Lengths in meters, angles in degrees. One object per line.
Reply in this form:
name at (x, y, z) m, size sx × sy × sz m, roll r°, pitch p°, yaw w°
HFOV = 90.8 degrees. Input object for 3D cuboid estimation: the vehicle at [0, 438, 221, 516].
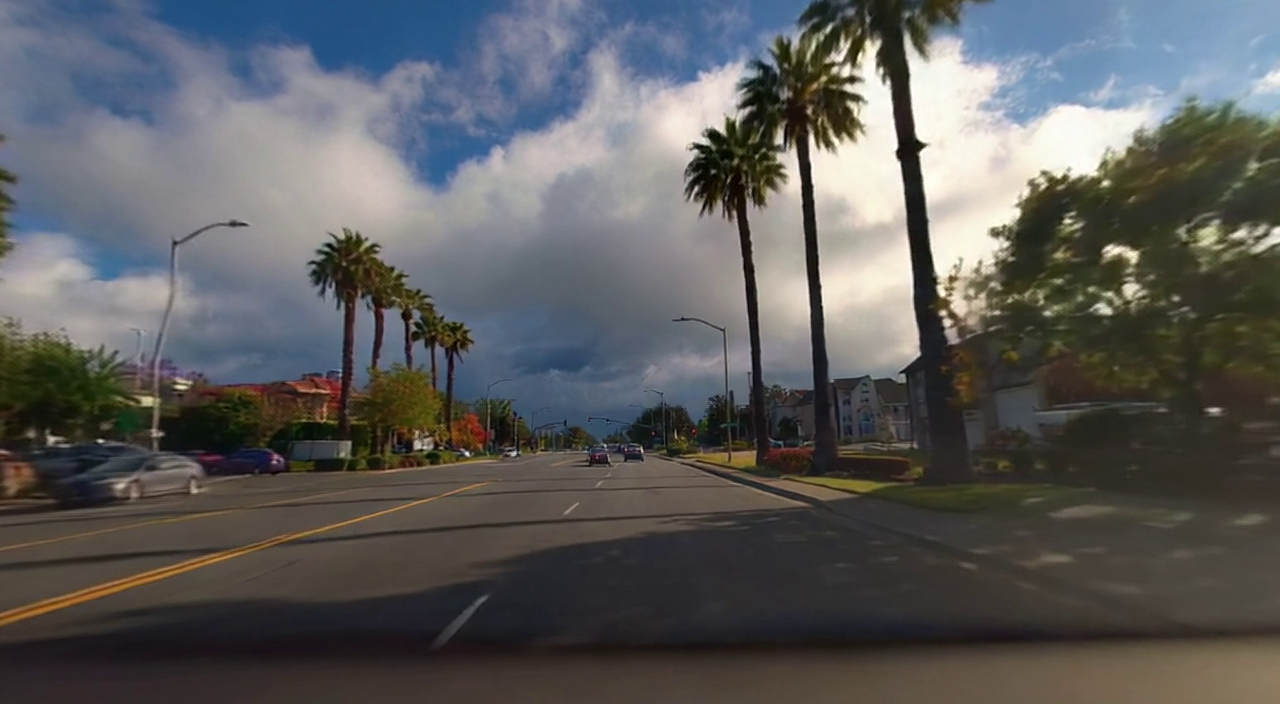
vehicle at (-14.404, 3.331, 17.450) m, size 2.143 × 1.808 × 5.265 m, roll 0°, pitch -9°, yaw -2°

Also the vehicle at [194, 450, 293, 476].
vehicle at (-23.468, 6.568, 37.488) m, size 4.567 × 1.447 × 1.892 m, roll 0°, pitch -9°, yaw -1°
